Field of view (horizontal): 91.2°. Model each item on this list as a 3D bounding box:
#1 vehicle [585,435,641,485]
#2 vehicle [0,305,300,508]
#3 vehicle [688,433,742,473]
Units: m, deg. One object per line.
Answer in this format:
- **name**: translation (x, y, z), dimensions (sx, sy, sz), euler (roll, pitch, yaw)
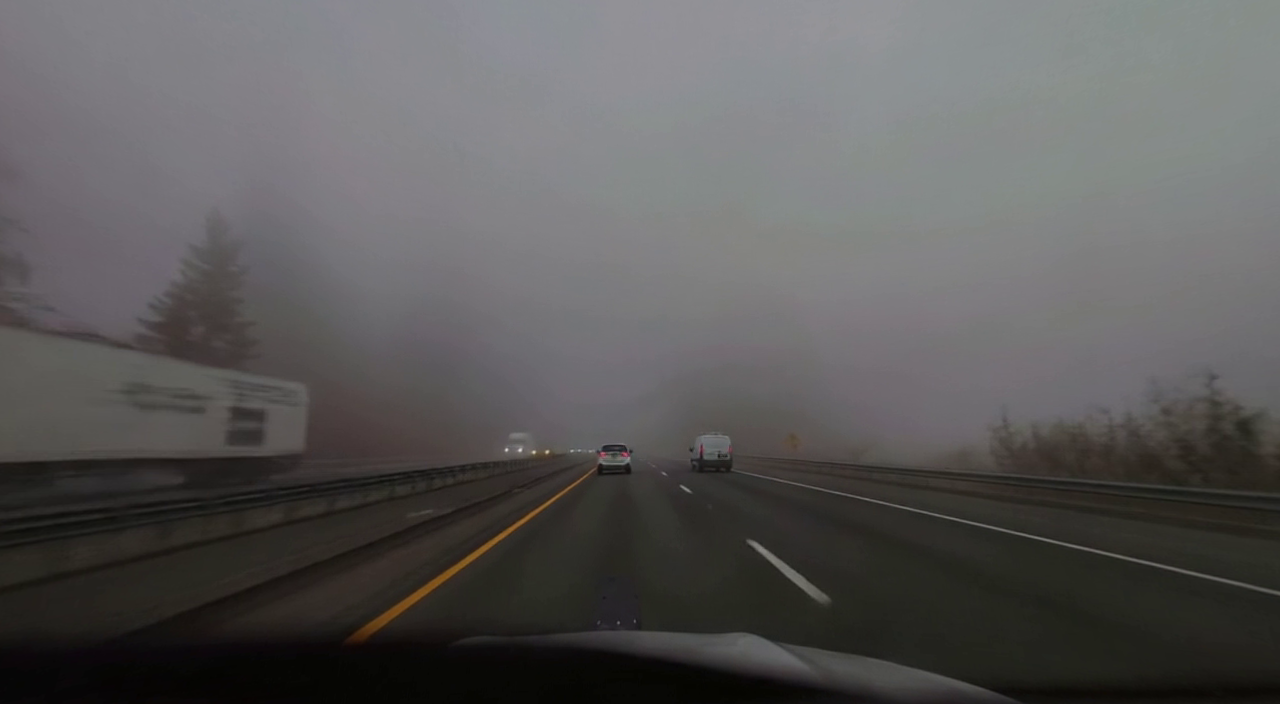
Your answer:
- **vehicle**: translation (-0.975, 4.147, 24.232), dimensions (1.963, 1.711, 4.284), euler (0, -9, -1)
- **vehicle**: translation (-14.623, 1.802, 17.183), dimensions (2.913, 4.112, 13.955), euler (0, -9, -1)
- **vehicle**: translation (3.838, 5.292, 33.019), dimensions (2.179, 1.930, 4.538), euler (0, -9, -1)
